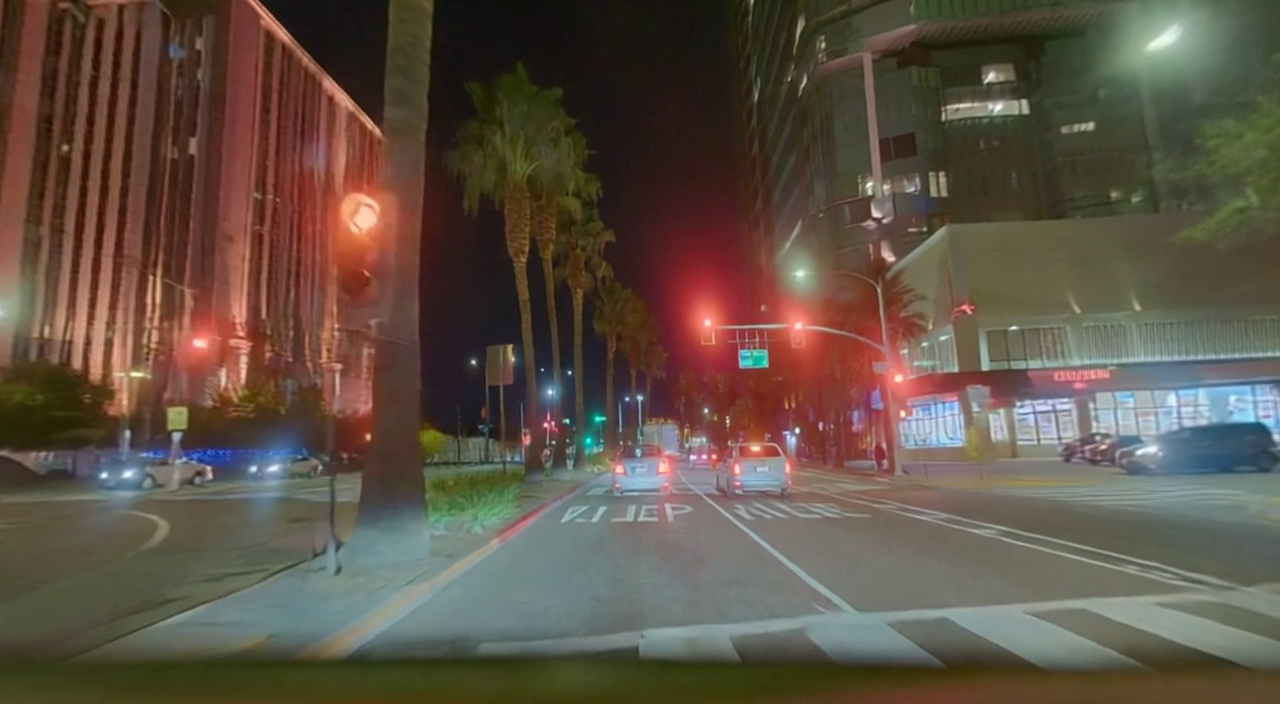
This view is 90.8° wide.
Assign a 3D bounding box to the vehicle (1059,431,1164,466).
[{"bbox_3d":[21.506,4.437,29.102,1.852,1.455,4.673,-2,-9,9],"label":"vehicle"}]

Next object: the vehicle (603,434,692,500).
[{"bbox_3d":[0.208,2.940,16.503,2.048,1.503,3.681,-1,-9,1],"label":"vehicle"}]

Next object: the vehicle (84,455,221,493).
[{"bbox_3d":[-21.607,5.376,28.275,1.844,1.478,4.618,-2,-9,13],"label":"vehicle"}]

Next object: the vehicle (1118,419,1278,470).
[{"bbox_3d":[20.425,3.446,23.469,1.959,1.674,4.706,-1,-9,6],"label":"vehicle"}]

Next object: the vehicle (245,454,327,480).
[{"bbox_3d":[-22.127,7.190,39.760,1.809,1.472,4.601,-2,-9,13],"label":"vehicle"}]

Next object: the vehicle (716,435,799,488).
[{"bbox_3d":[3.583,3.399,19.904,1.909,1.500,3.524,0,-9,0],"label":"vehicle"}]
